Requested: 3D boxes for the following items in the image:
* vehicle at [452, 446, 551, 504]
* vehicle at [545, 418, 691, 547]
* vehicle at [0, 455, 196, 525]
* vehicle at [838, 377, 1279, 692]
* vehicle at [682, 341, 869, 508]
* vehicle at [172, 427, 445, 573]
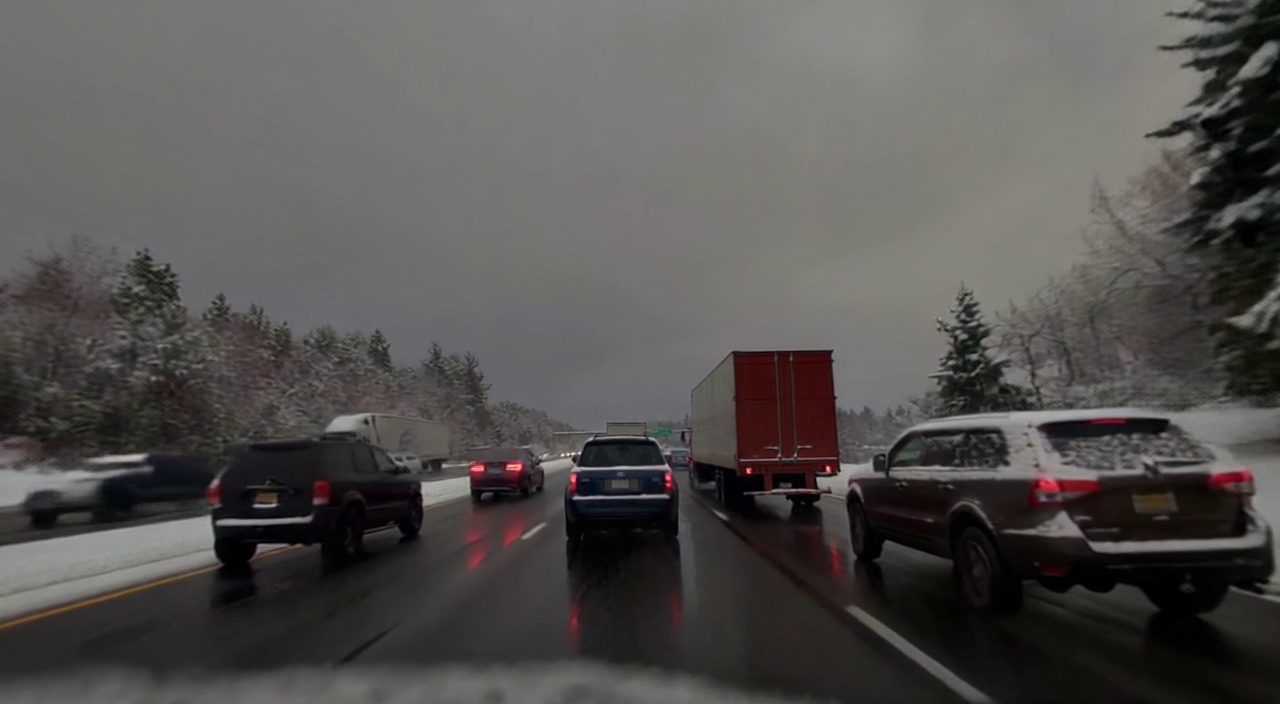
[{"bbox_3d":[-3.969,3.596,18.828,1.923,1.503,4.293,0,-9,1],"label":"vehicle"},{"bbox_3d":[-0.319,2.172,11.020,2.037,1.792,4.194,0,-9,0],"label":"vehicle"},{"bbox_3d":[-12.855,3.186,15.021,1.890,1.443,3.558,0,-9,0],"label":"vehicle"},{"bbox_3d":[3.679,1.376,5.918,2.076,1.751,4.666,0,-9,0],"label":"vehicle"},{"bbox_3d":[3.817,2.956,23.315,3.186,4.111,15.553,0,-9,-1],"label":"vehicle"},{"bbox_3d":[-4.331,1.973,9.059,1.789,1.620,3.841,0,-9,0],"label":"vehicle"}]
